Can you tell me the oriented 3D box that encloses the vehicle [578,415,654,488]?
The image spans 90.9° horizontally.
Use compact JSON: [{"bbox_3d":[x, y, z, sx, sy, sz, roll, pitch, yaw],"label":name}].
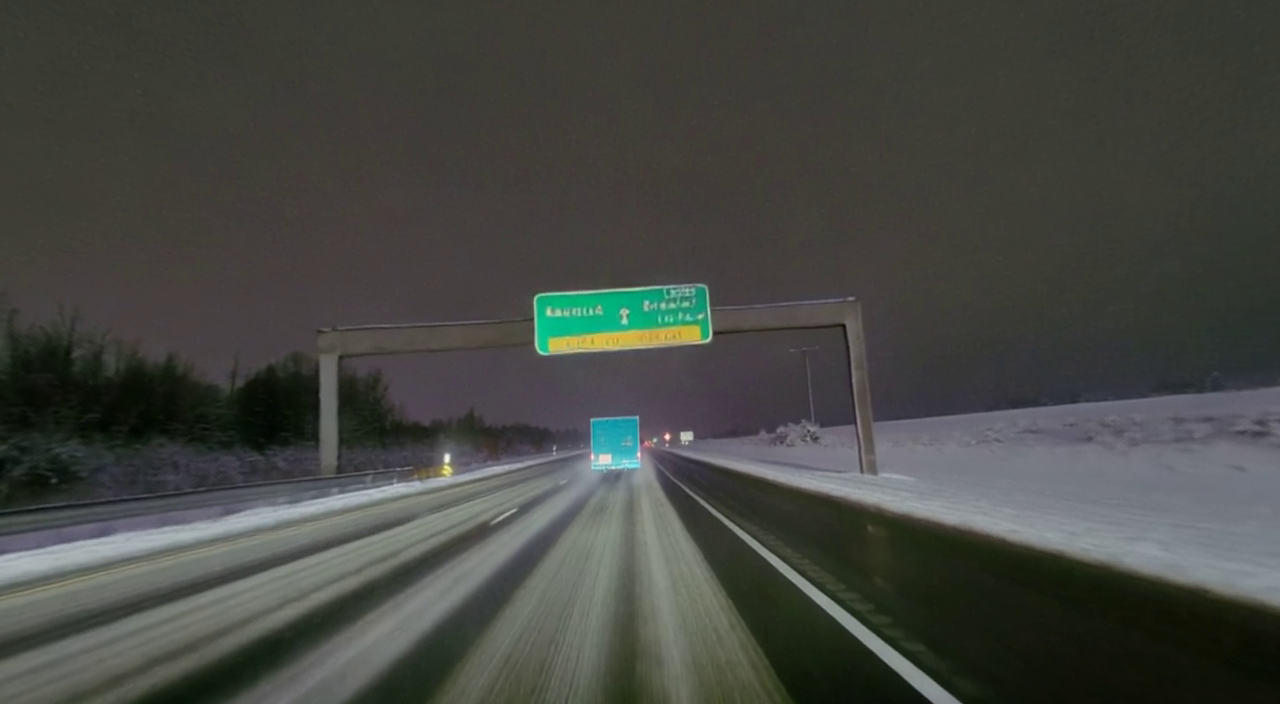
[{"bbox_3d":[-0.752,3.326,21.250,2.248,2.154,4.892,0,-8,-1],"label":"vehicle"}]
